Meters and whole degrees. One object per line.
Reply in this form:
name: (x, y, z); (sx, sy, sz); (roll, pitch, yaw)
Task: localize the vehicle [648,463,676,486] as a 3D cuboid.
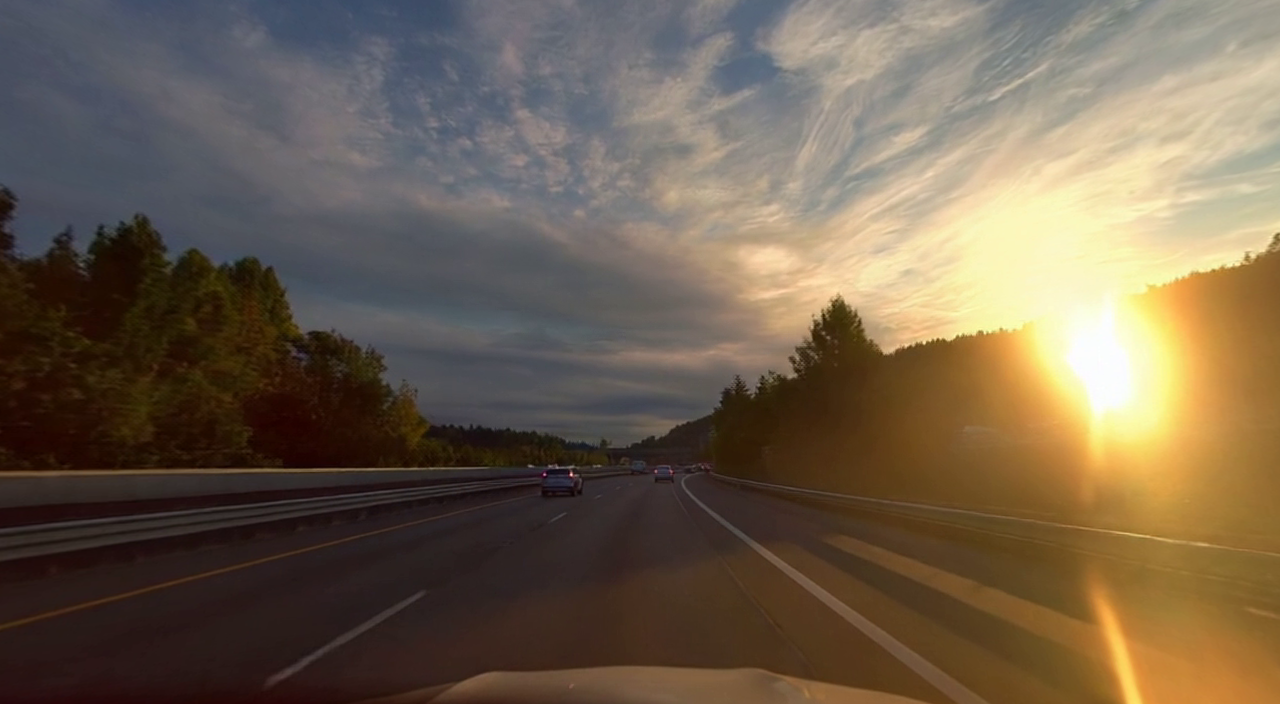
vehicle: (1.619, 9.108, 46.814); (2.000, 1.594, 3.996); (1, -10, 2)

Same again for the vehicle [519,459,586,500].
vehicle: (-3.671, 5.468, 27.286); (2.063, 1.556, 4.740); (1, -10, 1)
